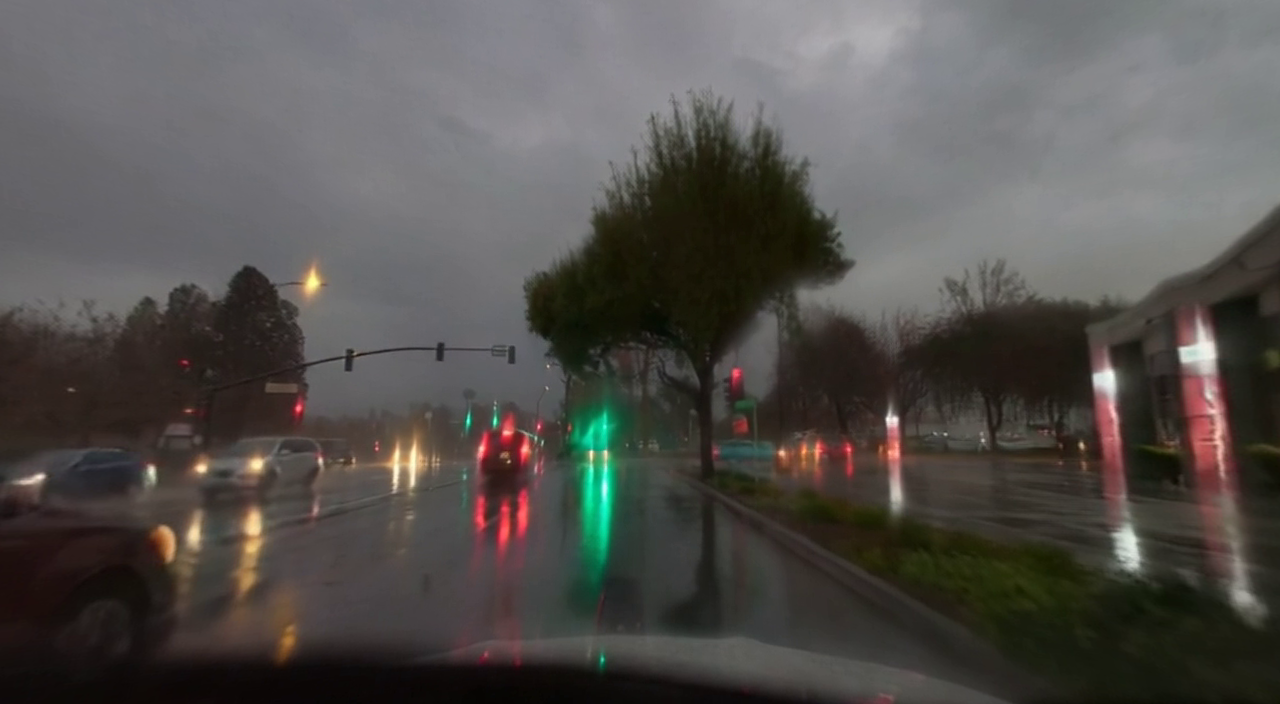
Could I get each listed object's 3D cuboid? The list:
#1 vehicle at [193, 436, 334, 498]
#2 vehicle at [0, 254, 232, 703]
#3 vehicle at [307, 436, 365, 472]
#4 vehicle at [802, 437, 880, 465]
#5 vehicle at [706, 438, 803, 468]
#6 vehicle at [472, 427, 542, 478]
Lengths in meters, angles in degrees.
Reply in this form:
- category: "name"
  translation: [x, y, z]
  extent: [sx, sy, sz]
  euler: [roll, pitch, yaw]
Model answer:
- category: "vehicle"
  translation: [-11.161, 3.414, 19.138]
  extent: [1.925, 1.631, 4.250]
  euler: [1, -9, -5]
- category: "vehicle"
  translation: [-3.484, 0.345, 0.477]
  extent: [2.509, 1.885, 5.831]
  euler: [0, -9, -1]
- category: "vehicle"
  translation: [-20.482, 6.881, 42.847]
  extent: [2.555, 2.199, 5.958]
  euler: [2, -9, -17]
- category: "vehicle"
  translation: [13.504, 6.640, 42.500]
  extent: [4.857, 1.803, 2.147]
  euler: [-3, -9, 19]
- category: "vehicle"
  translation: [6.787, 5.968, 37.441]
  extent: [5.257, 1.627, 2.161]
  euler: [-4, -9, 23]
- category: "vehicle"
  translation: [-5.181, 3.990, 25.290]
  extent: [2.134, 1.799, 5.082]
  euler: [1, -9, -5]
